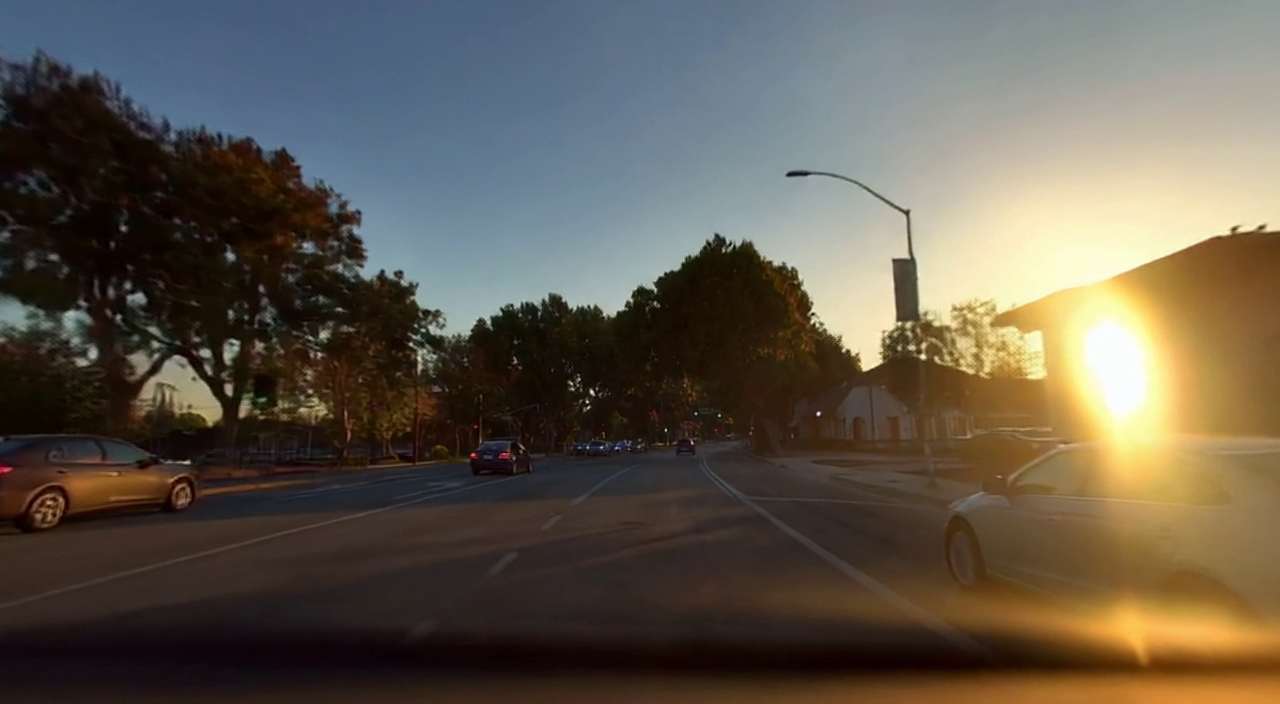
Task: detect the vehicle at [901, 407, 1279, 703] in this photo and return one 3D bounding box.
[{"bbox_3d":[3.802,1.242,4.398,2.003,1.494,4.705,0,-8,1],"label":"vehicle"}]

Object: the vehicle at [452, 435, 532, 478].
[{"bbox_3d":[-5.999,4.308,26.169,1.988,1.597,4.404,0,-8,4],"label":"vehicle"}]

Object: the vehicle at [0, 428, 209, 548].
[{"bbox_3d":[-9.415,2.053,10.110,1.951,1.554,4.444,0,-8,-2],"label":"vehicle"}]
